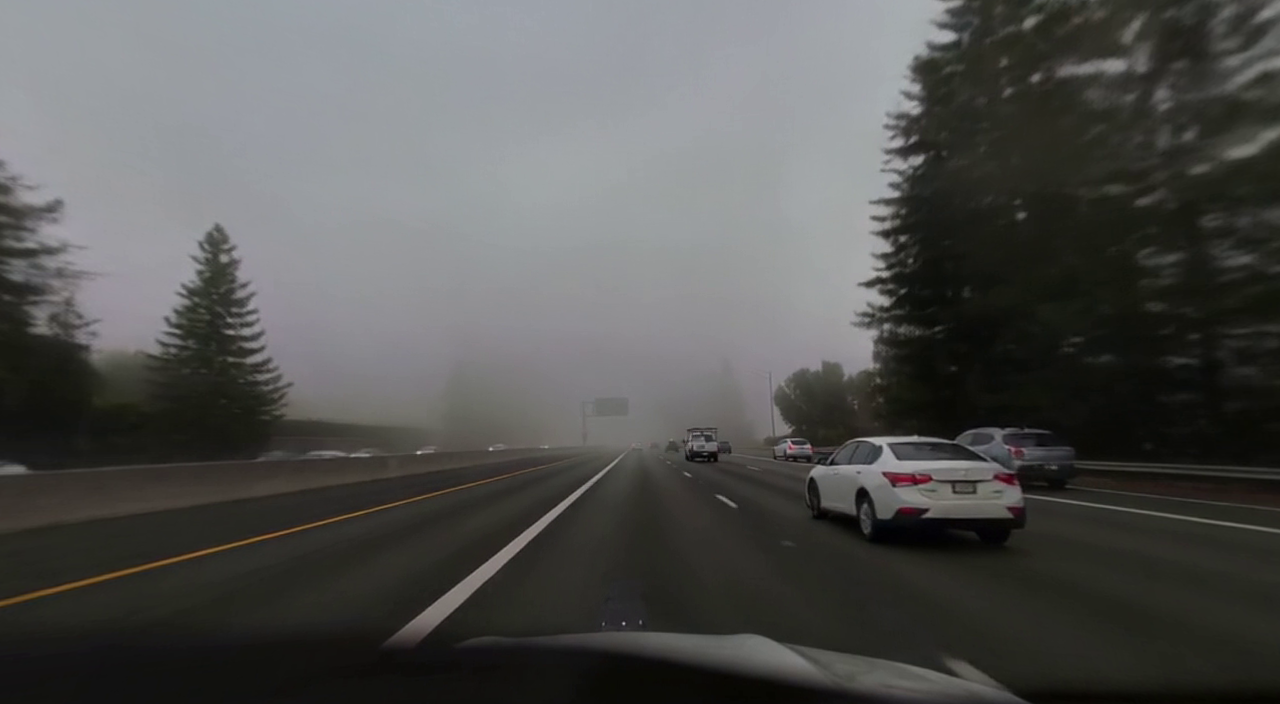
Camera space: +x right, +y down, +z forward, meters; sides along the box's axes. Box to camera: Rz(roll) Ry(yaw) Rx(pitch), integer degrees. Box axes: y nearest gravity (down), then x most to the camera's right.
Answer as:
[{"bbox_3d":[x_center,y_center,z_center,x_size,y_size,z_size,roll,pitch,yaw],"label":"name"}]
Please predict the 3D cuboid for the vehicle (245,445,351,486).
[{"bbox_3d":[-13.978,4.627,26.117,1.798,1.486,4.486,-1,-8,1],"label":"vehicle"}]

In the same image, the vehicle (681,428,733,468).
[{"bbox_3d":[3.570,5.284,34.809,2.218,1.964,5.662,0,-8,-1],"label":"vehicle"}]

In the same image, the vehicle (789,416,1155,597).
[{"bbox_3d":[3.422,1.671,7.842,1.978,1.535,4.705,0,-8,0],"label":"vehicle"}]
